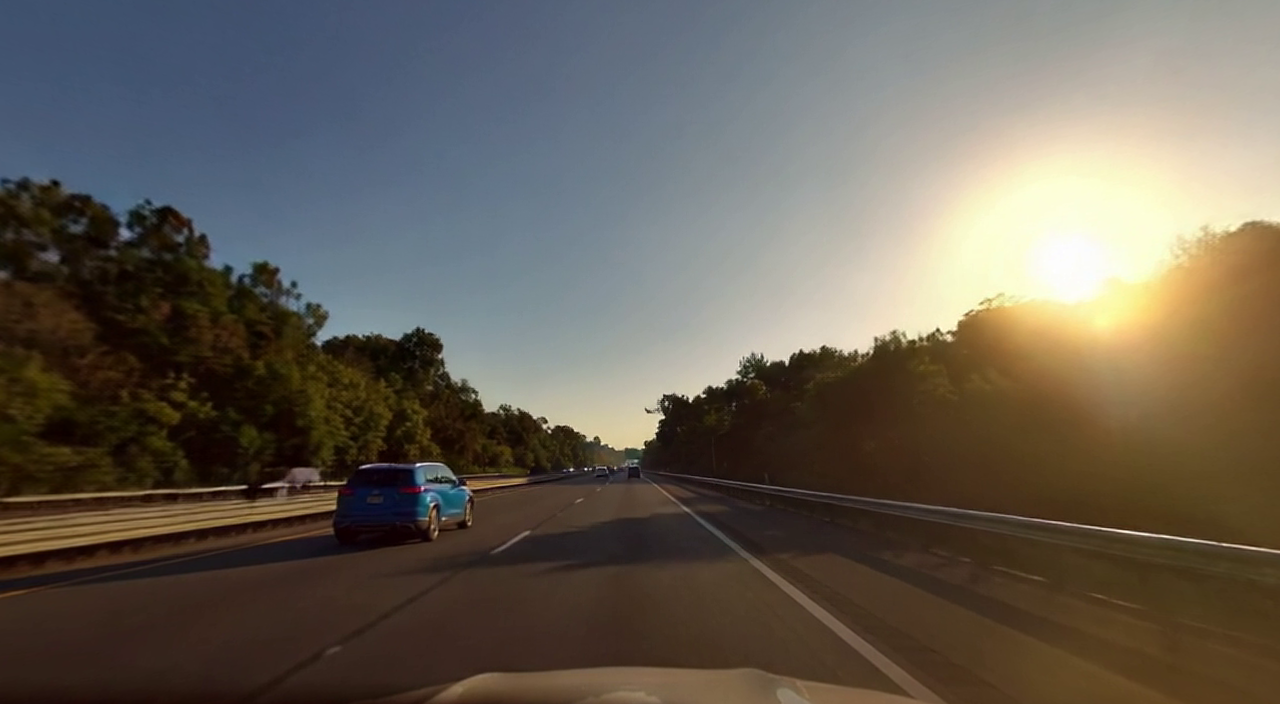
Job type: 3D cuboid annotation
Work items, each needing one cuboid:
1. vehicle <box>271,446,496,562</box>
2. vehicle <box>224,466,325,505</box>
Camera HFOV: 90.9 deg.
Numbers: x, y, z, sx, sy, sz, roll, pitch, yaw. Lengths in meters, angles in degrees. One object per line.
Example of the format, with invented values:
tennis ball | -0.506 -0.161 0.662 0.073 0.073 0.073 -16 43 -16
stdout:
vehicle | -3.959 2.454 10.651 2.017 1.516 4.041 1 -11 1
vehicle | -15.645 5.736 27.280 1.856 1.480 4.381 1 -11 -2
